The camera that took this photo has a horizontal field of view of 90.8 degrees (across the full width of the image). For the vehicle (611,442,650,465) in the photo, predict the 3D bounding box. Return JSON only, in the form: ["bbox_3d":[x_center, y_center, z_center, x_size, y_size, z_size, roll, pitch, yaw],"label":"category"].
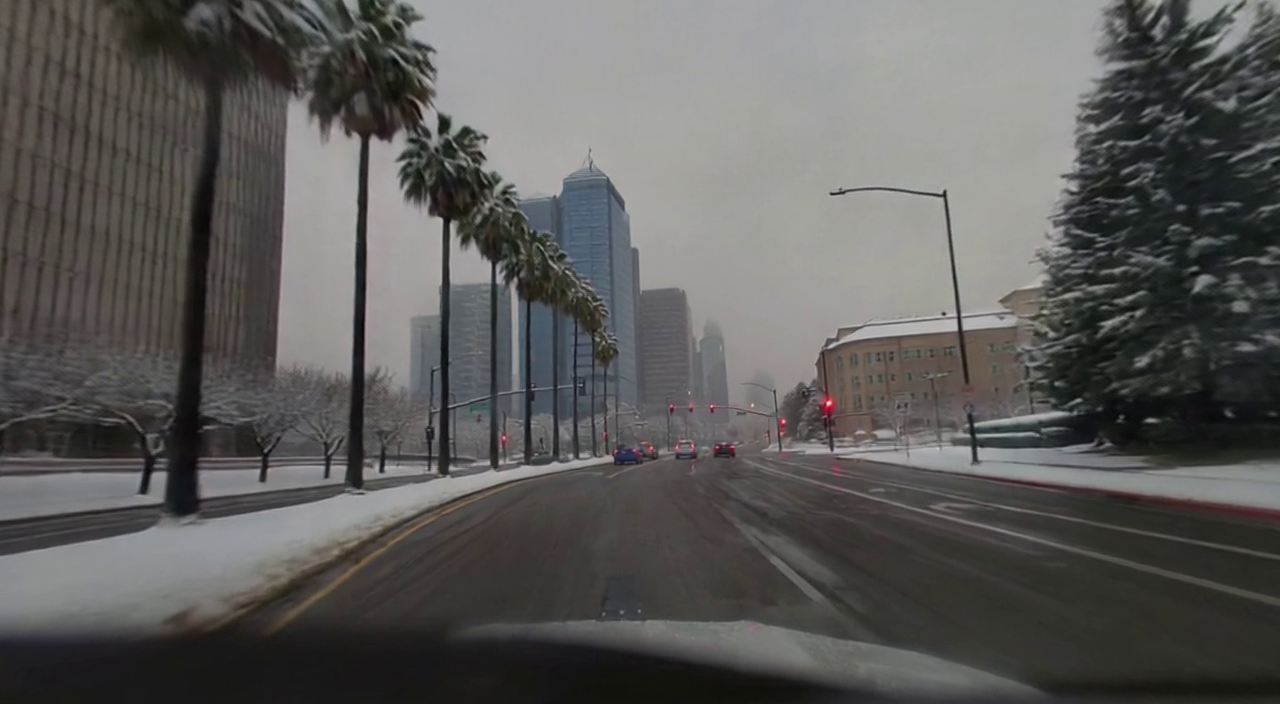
[{"bbox_3d":[-0.602,7.034,43.972,1.962,1.480,4.605,-2,-9,8],"label":"vehicle"}]
